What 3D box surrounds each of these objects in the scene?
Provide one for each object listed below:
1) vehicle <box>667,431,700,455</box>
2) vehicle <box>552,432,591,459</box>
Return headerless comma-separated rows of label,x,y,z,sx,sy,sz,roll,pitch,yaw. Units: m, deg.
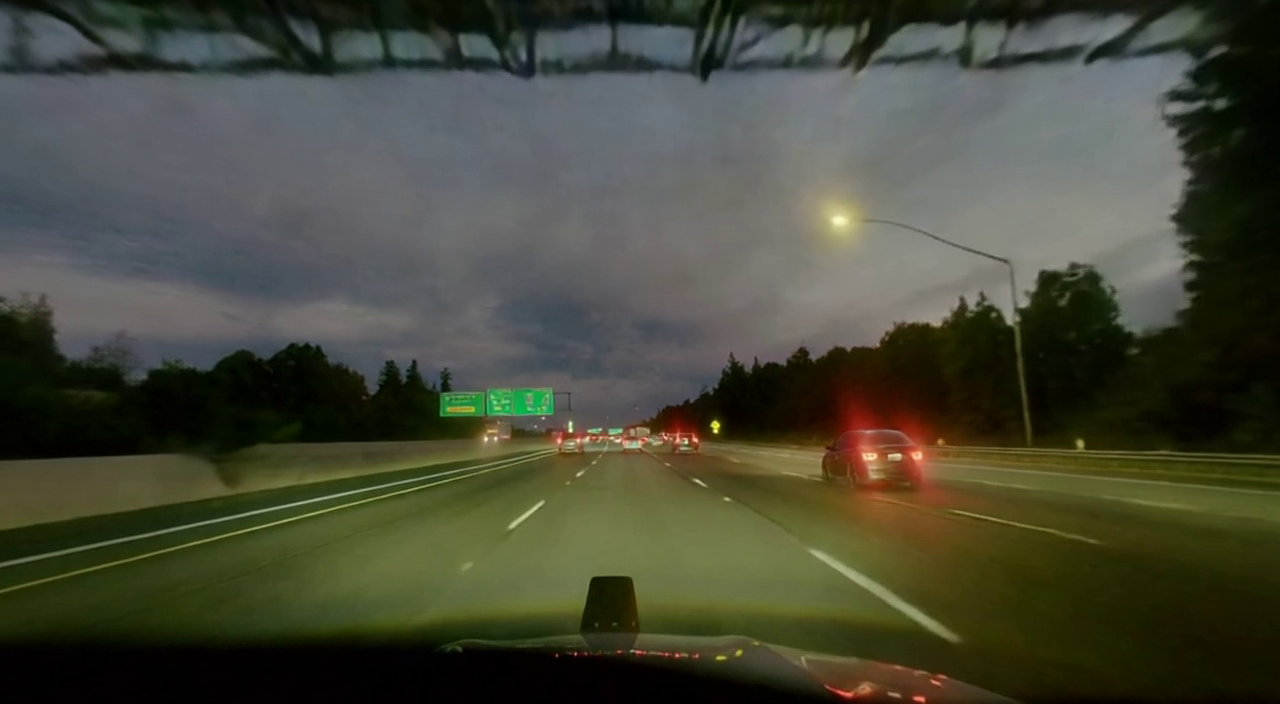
vehicle,3.181,6.742,46.781,2.066,1.673,4.225,0,-8,-2
vehicle,-4.343,5.962,40.440,2.119,1.629,3.946,0,-8,-2
